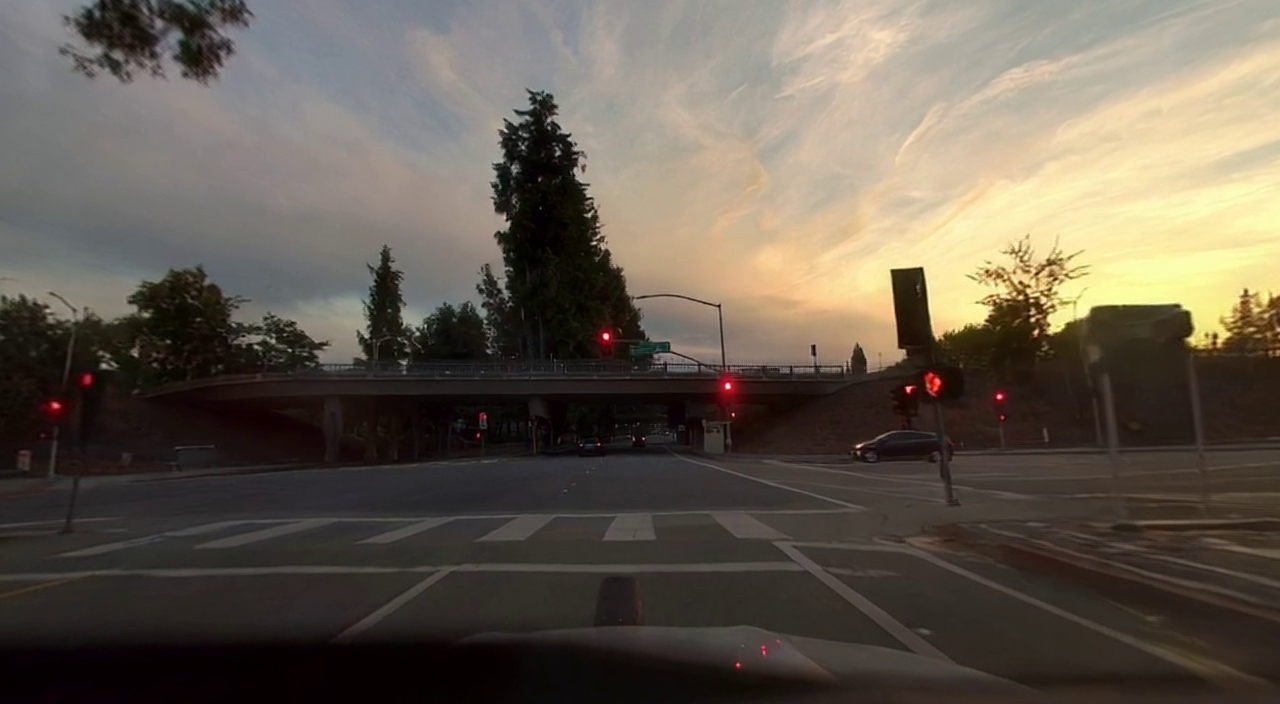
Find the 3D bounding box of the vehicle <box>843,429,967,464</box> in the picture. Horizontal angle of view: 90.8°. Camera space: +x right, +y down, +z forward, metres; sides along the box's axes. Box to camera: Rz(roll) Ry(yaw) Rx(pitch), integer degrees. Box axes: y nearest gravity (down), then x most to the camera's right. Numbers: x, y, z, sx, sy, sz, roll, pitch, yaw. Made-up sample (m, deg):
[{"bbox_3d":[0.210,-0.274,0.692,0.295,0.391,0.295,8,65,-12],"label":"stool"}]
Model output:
[{"bbox_3d":[11.650,4.160,27.888,4.691,1.466,1.800,1,-9,-7],"label":"vehicle"}]
